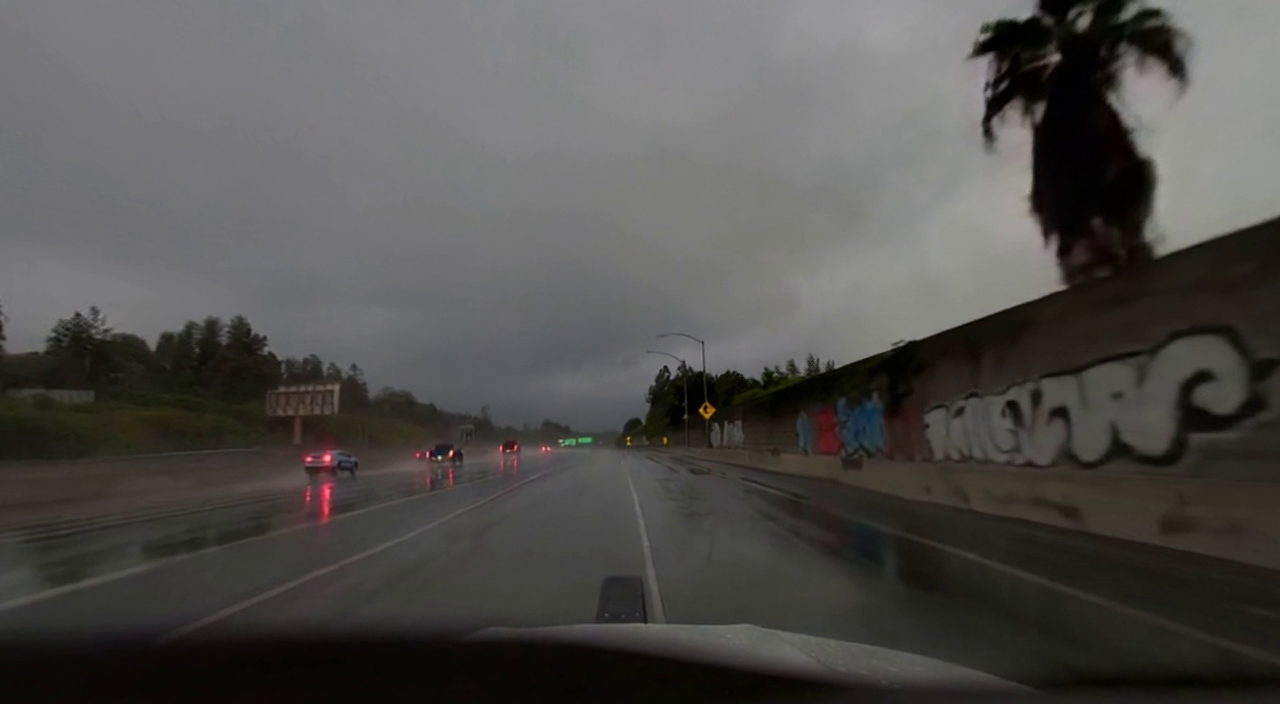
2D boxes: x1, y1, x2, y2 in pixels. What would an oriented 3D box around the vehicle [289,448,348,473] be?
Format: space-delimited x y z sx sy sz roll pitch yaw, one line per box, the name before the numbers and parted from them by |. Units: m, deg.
vehicle | -25.108 8.465 49.490 2.158 1.795 5.013 0 -8 -2
